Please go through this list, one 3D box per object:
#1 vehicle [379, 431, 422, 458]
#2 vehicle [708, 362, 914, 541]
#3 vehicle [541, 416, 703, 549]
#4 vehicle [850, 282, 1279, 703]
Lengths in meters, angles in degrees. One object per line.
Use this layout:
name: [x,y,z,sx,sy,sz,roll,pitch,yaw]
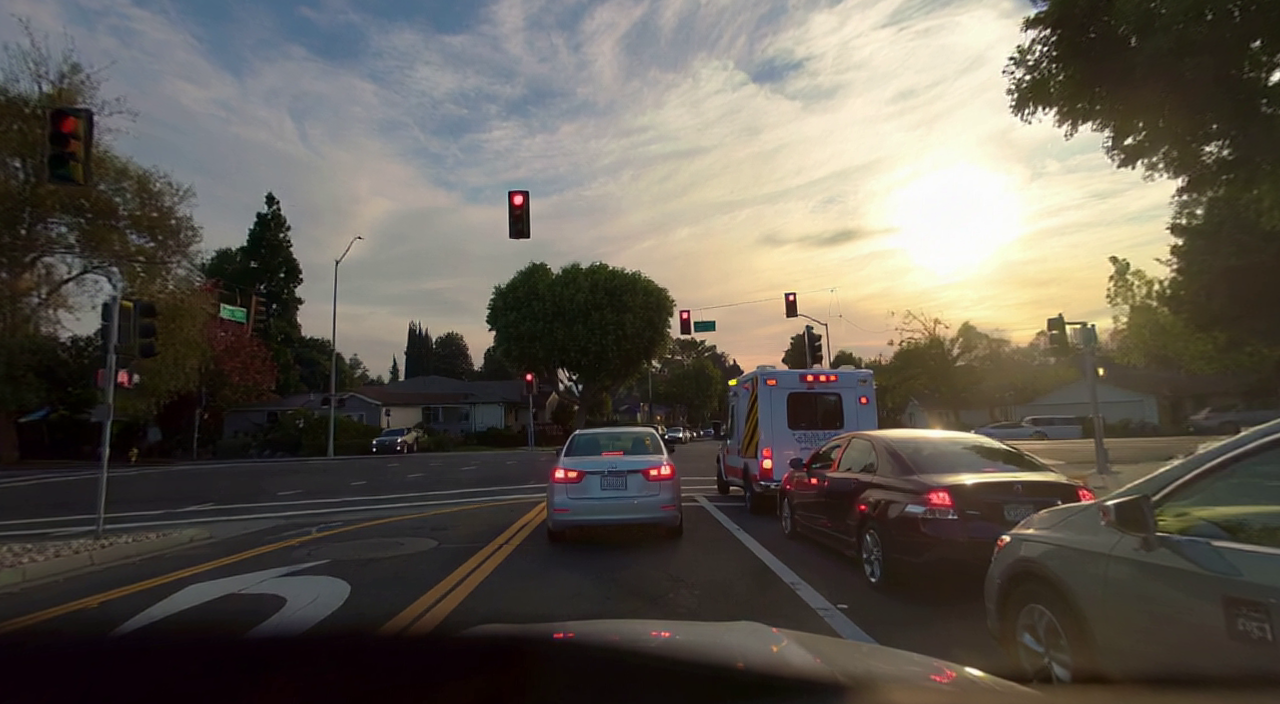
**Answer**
vehicle: [-17.725,6.878,46.868,2.246,1.880,4.454,1,-8,-12]
vehicle: [2.880,1.896,12.373,2.406,2.687,5.521,0,-8,0]
vehicle: [-0.269,1.978,10.188,2.114,1.707,3.725,0,-8,-1]
vehicle: [2.854,0.892,2.878,2.194,1.820,4.652,0,-8,0]
